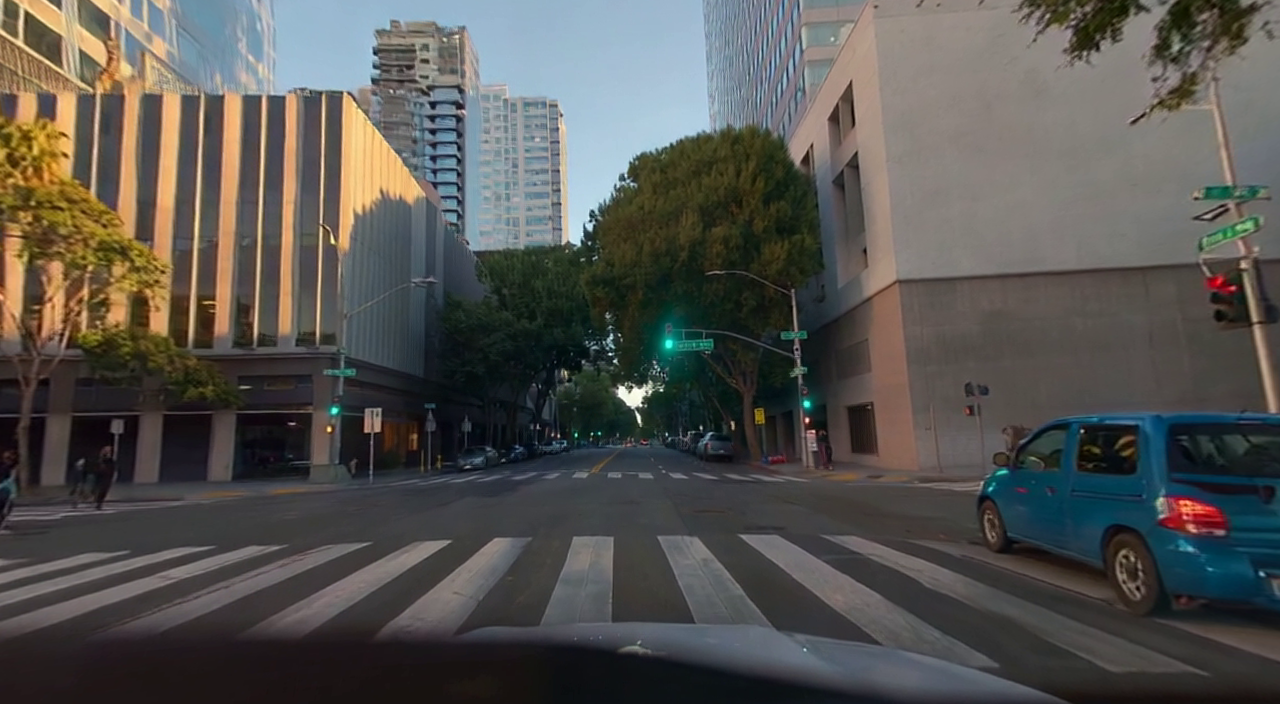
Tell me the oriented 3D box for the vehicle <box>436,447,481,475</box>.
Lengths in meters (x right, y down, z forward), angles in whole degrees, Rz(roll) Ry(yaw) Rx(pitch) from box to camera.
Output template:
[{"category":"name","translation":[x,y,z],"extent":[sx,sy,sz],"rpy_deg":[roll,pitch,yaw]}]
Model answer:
[{"category":"vehicle","translation":[-12.414,7.451,43.419],"extent":[1.935,1.639,4.244],"rpy_deg":[-3,-8,-2]}]

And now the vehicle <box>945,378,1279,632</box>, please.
[{"category":"vehicle","translation":[5.595,1.435,6.896],"extent":[2.070,1.804,4.881],"rpy_deg":[0,-8,0]}]
